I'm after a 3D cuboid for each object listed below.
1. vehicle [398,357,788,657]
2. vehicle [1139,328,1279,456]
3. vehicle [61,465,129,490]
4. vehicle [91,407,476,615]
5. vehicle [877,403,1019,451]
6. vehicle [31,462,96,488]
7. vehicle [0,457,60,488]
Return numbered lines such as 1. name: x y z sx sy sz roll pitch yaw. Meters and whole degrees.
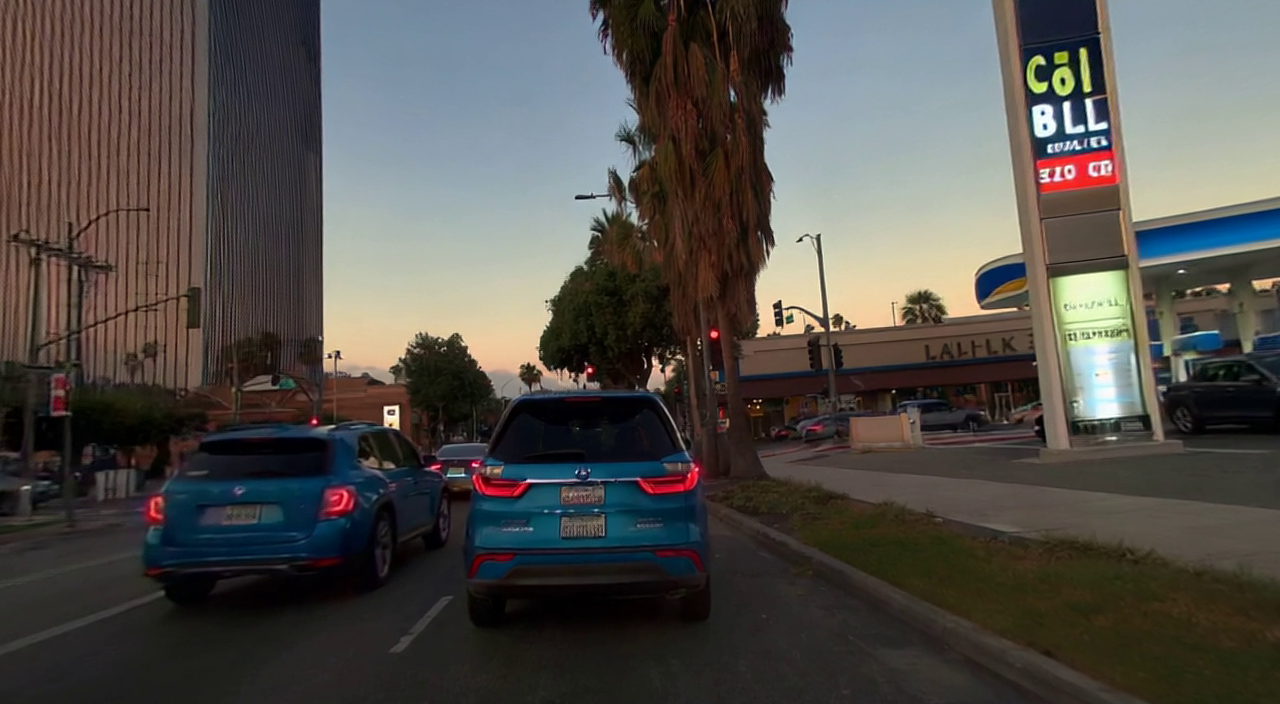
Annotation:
1. vehicle: -0.470 1.340 6.601 2.519 1.913 4.819 0 -8 -5
2. vehicle: 9.994 0.630 8.855 4.374 1.571 1.963 0 -8 -4
3. vehicle: -38.260 8.789 44.465 2.008 1.528 3.242 0 -8 -6
4. vehicle: -3.598 1.683 7.821 2.097 1.692 5.030 0 -8 -4
5. vehicle: 13.432 3.326 27.797 5.033 1.999 2.259 0 -8 -4
6. vehicle: -40.613 8.637 44.582 1.568 1.425 3.415 -5 -6 -5
7. vehicle: -43.119 8.415 44.016 1.951 1.752 3.911 -6 -5 -4
